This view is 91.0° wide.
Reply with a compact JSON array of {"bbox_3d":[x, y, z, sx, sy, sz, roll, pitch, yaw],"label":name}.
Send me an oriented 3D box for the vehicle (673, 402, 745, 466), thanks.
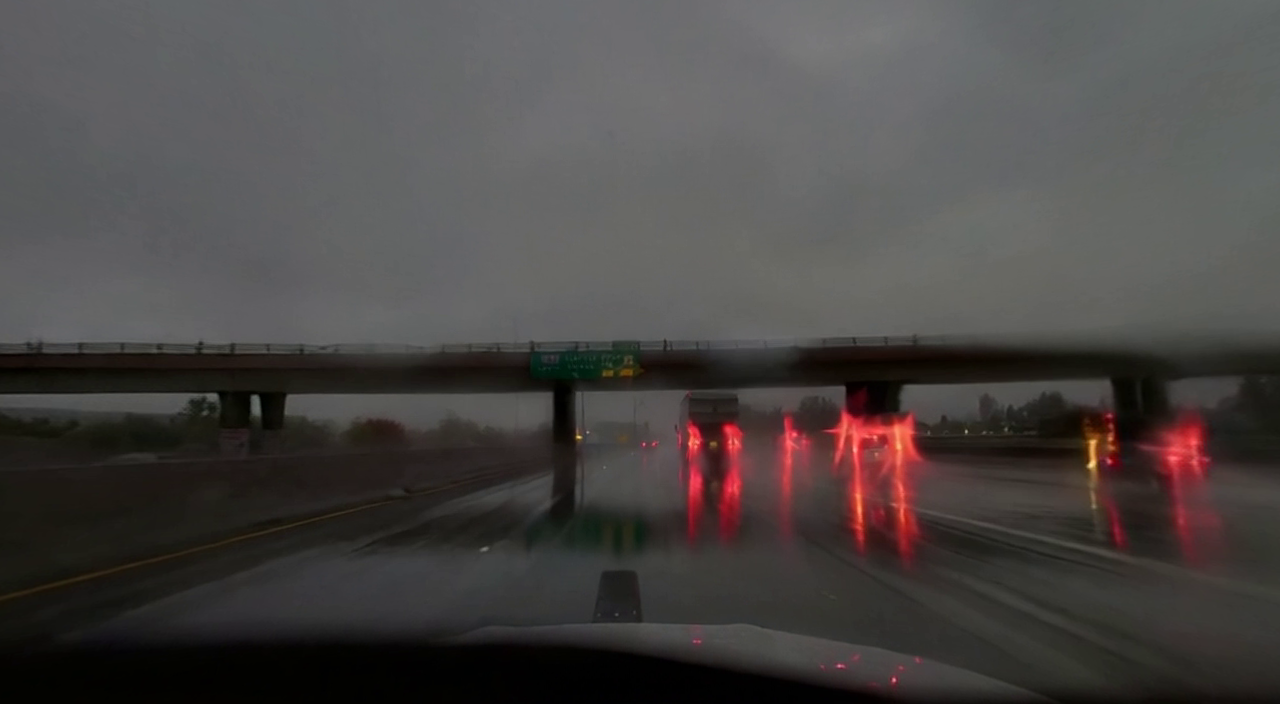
[{"bbox_3d":[4.187,5.430,41.206,3.306,3.531,11.717,0,-8,0],"label":"vehicle"}]
